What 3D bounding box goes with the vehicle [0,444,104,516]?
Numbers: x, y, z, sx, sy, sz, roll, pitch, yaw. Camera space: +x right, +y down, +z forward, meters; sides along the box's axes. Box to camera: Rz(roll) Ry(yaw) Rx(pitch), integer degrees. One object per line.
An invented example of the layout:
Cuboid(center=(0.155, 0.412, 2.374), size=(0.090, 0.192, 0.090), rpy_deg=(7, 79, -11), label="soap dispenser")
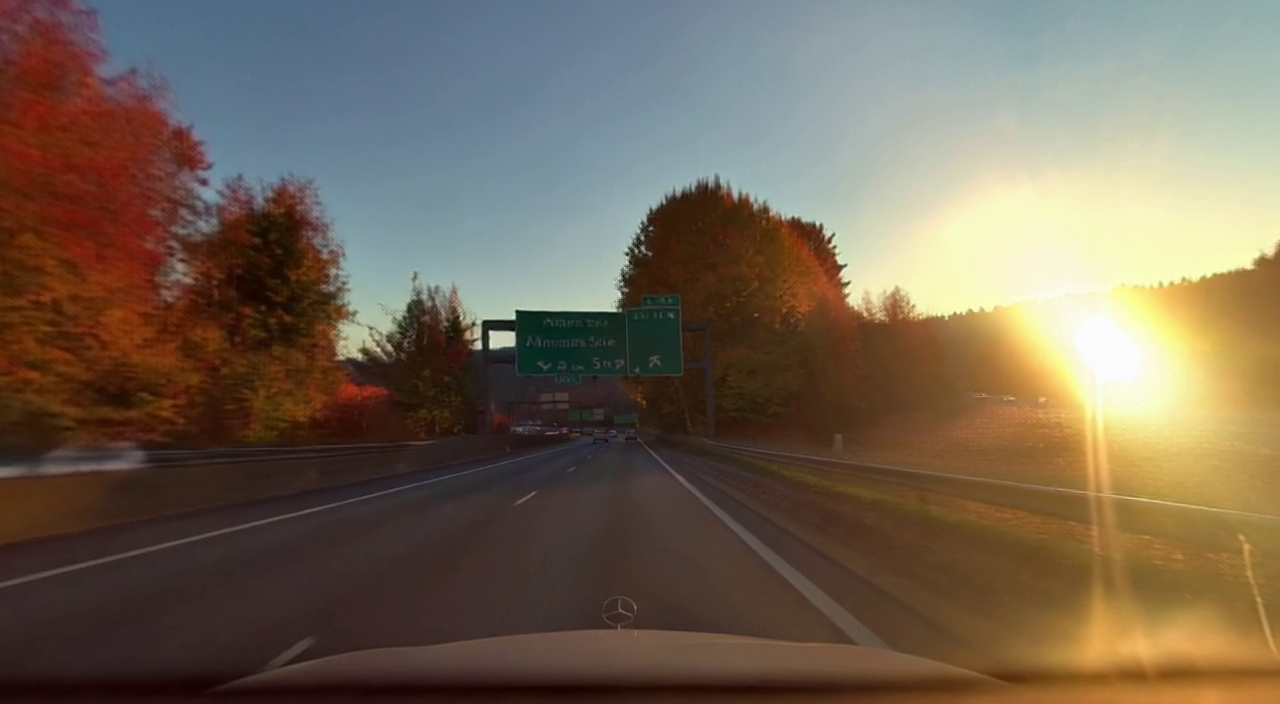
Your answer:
Cuboid(center=(-14.876, 2.750, 13.461), size=(2.276, 1.502, 5.178), rpy_deg=(0, -8, -1), label="vehicle")
